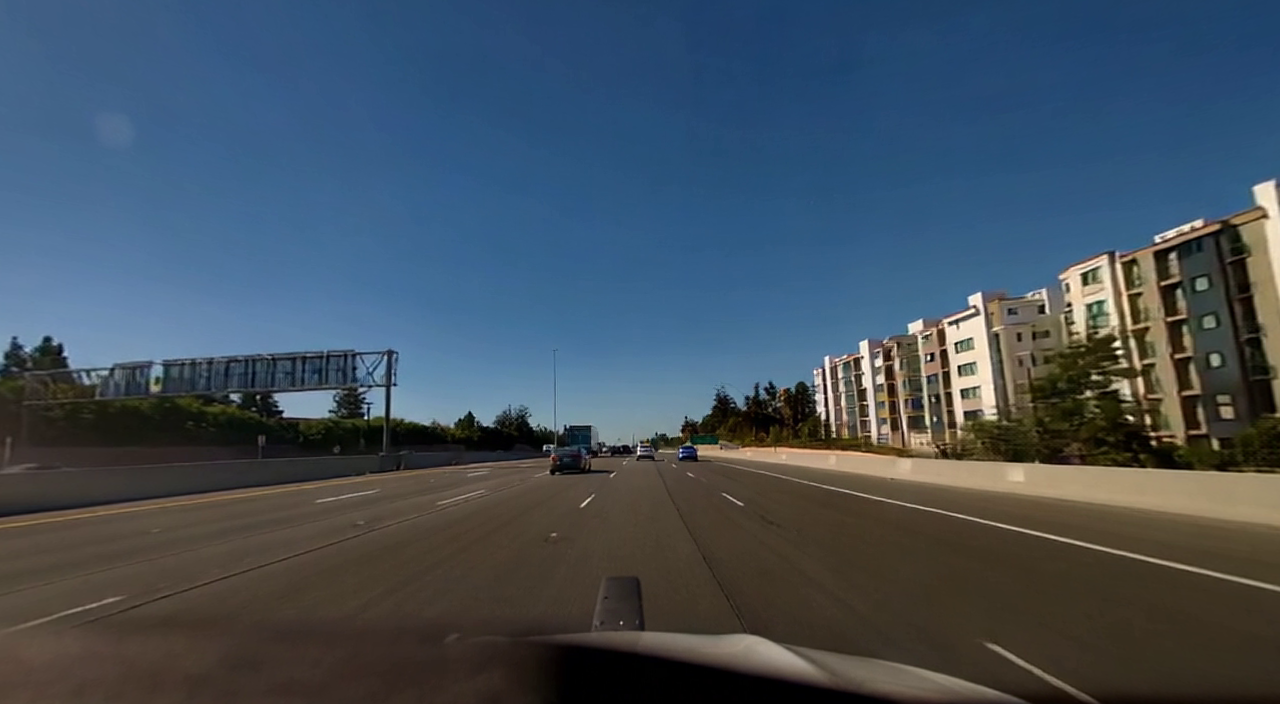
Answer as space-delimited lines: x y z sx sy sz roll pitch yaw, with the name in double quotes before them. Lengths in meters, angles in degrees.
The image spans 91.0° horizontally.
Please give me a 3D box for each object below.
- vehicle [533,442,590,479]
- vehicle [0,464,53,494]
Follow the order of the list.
"vehicle" -3.678 5.184 30.386 2.195 1.630 4.336 0 -9 0
"vehicle" -34.503 6.870 34.128 1.657 1.479 3.767 0 -9 1
